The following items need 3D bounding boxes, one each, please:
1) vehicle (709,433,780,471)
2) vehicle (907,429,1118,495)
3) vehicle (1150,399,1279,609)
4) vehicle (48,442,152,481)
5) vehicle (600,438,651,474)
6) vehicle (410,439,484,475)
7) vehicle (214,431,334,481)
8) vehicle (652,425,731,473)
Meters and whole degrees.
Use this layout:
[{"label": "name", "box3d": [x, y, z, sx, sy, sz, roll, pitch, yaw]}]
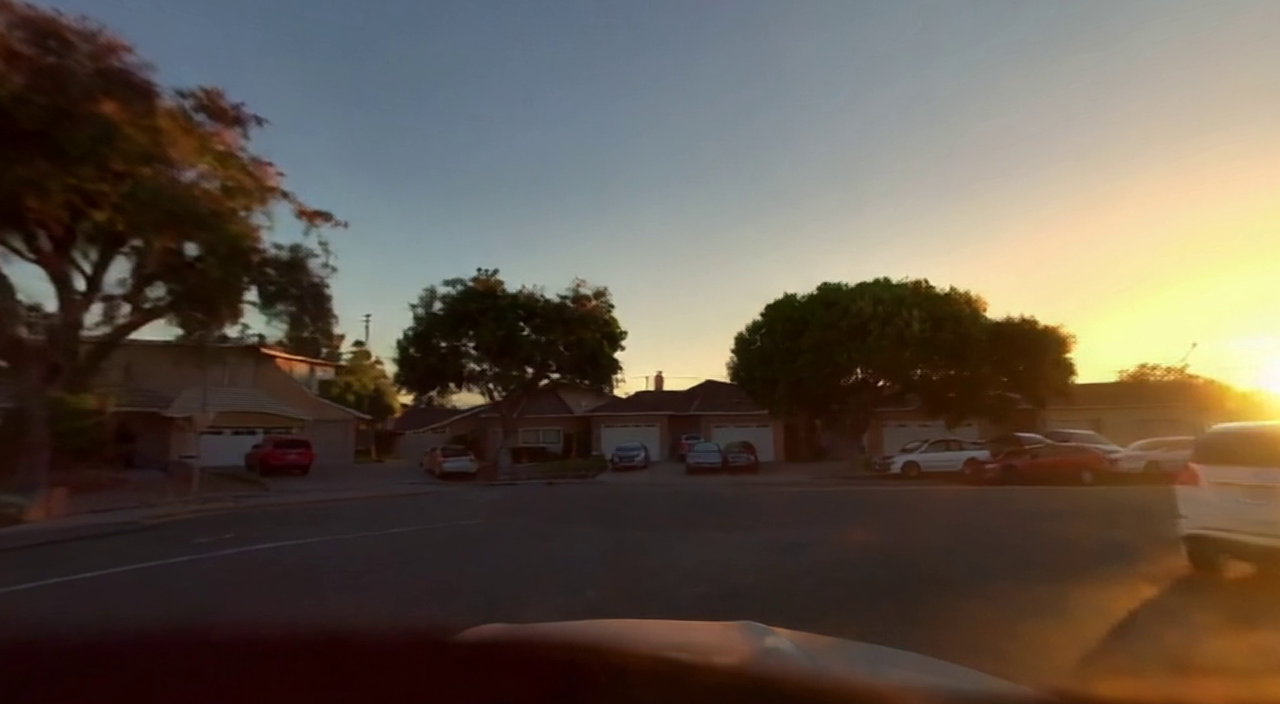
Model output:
[{"label": "vehicle", "box3d": [4.947, 4.856, 30.685, 2.160, 1.695, 4.183, 1, -9, -9]}, {"label": "vehicle", "box3d": [10.998, 3.291, 19.148, 5.082, 1.789, 1.947, -3, -9, 17]}, {"label": "vehicle", "box3d": [7.663, 1.478, 6.638, 4.863, 1.784, 2.109, 6, -10, -34]}, {"label": "vehicle", "box3d": [-22.456, 4.502, 26.242, 4.013, 1.428, 2.046, -5, -8, 31]}, {"label": "vehicle", "box3d": [-0.733, 4.762, 29.194, 1.833, 1.540, 3.532, 1, -9, -9]}, {"label": "vehicle", "box3d": [-9.050, 4.857, 29.373, 1.932, 1.518, 4.343, 6, -11, -35]}, {"label": "vehicle", "box3d": [-15.109, 4.246, 25.998, 5.096, 1.824, 2.305, -6, -11, 36]}, {"label": "vehicle", "box3d": [2.257, 4.546, 29.463, 2.455, 2.018, 5.271, 2, -9, -9]}]
